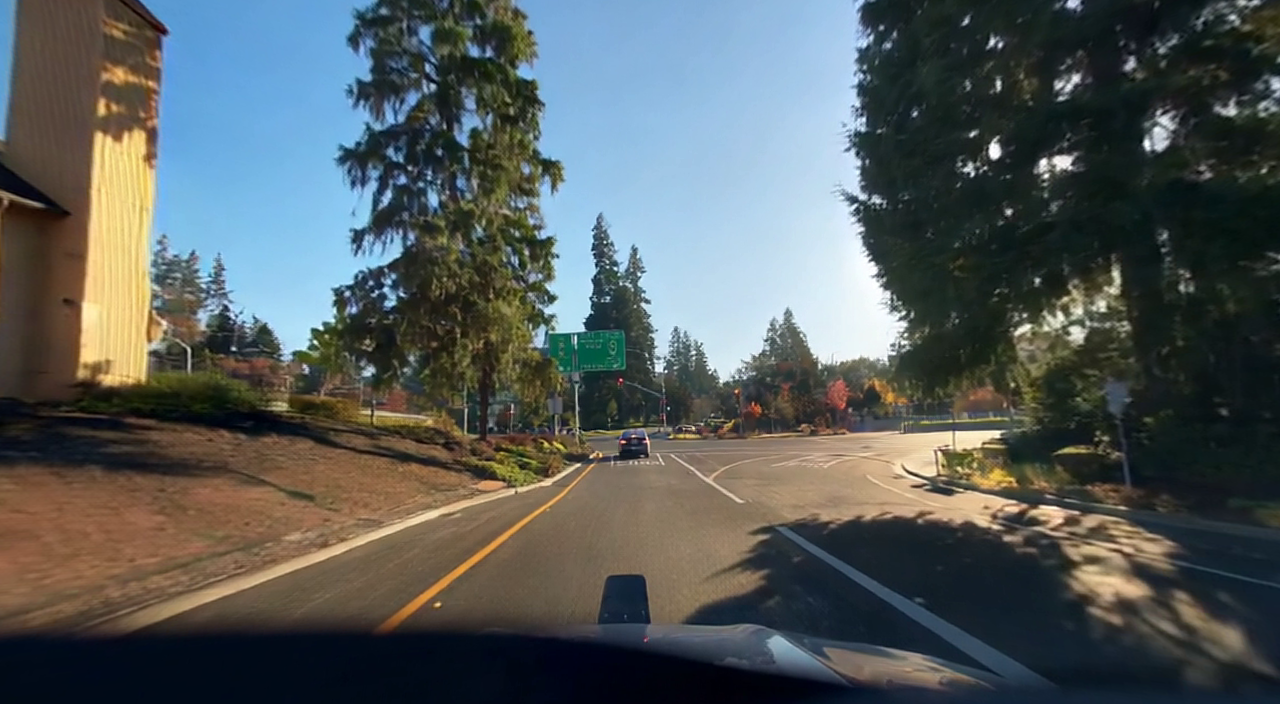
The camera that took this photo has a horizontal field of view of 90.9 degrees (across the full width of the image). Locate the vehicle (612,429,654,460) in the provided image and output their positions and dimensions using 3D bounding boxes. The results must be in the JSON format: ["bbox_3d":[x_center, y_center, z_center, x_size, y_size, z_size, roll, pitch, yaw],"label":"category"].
[{"bbox_3d":[-0.391,4.768,32.553,2.056,1.473,4.380,0,-8,-1],"label":"vehicle"}]
